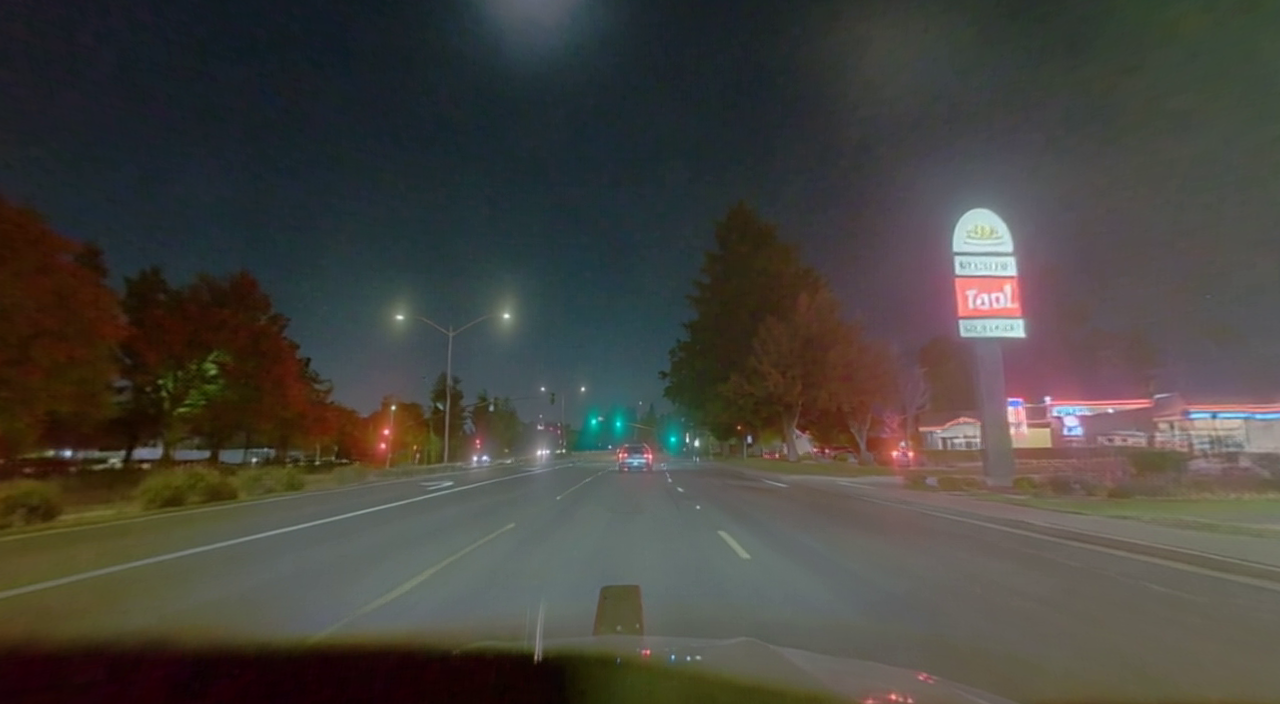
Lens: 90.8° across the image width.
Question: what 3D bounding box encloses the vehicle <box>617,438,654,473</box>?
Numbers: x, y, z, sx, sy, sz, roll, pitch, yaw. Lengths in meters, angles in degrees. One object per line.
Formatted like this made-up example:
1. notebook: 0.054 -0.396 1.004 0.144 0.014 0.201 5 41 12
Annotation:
1. vehicle: -0.224 6.150 37.807 2.096 1.961 4.259 0 -9 0

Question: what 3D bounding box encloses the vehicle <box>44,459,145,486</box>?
1. vehicle: -32.174 7.088 37.369 4.063 1.479 1.939 0 -9 -2

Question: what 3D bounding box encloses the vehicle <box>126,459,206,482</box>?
1. vehicle: -32.157 8.044 42.924 3.791 1.473 1.942 0 -9 -3
